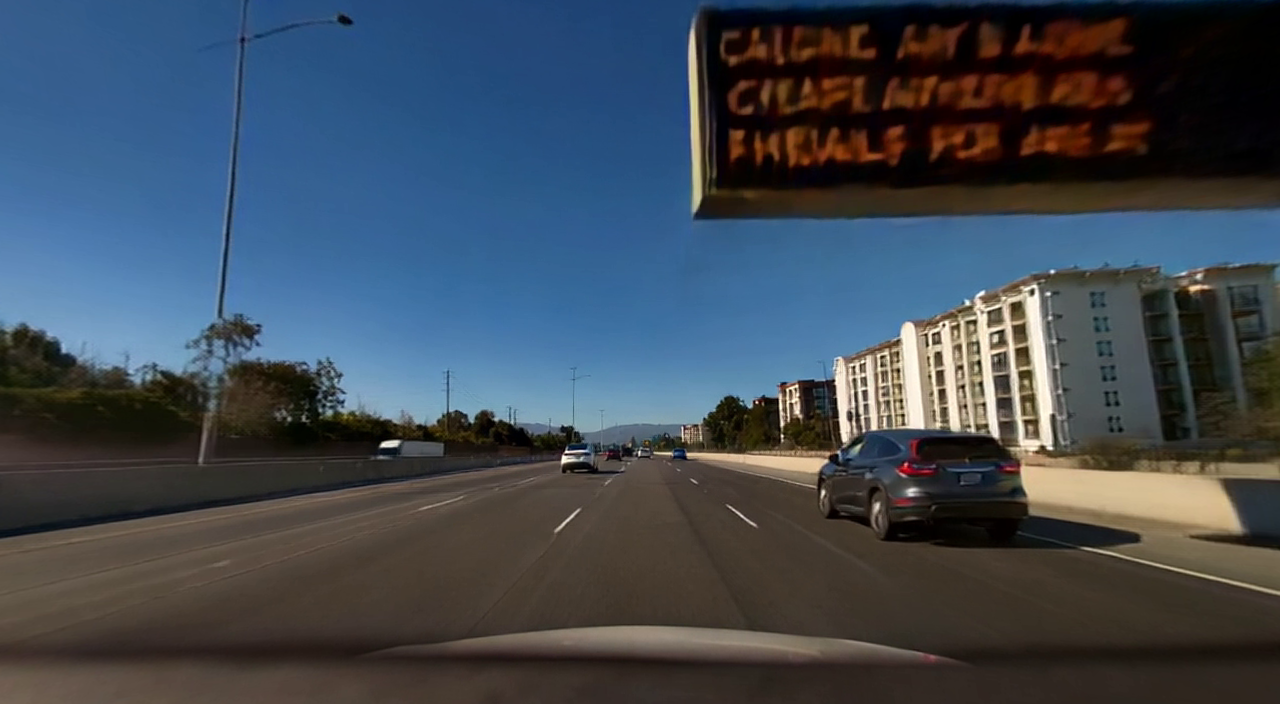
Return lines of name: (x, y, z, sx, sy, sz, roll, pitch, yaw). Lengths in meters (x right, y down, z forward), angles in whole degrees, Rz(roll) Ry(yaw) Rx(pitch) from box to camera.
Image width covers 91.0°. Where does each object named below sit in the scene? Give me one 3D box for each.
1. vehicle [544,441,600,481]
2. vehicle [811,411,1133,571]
vehicle: (-3.112, 5.123, 29.898, 2.075, 1.721, 4.763, 0, -9, 1)
vehicle: (4.284, 1.875, 9.282, 2.170, 1.733, 4.631, 0, -9, 0)
